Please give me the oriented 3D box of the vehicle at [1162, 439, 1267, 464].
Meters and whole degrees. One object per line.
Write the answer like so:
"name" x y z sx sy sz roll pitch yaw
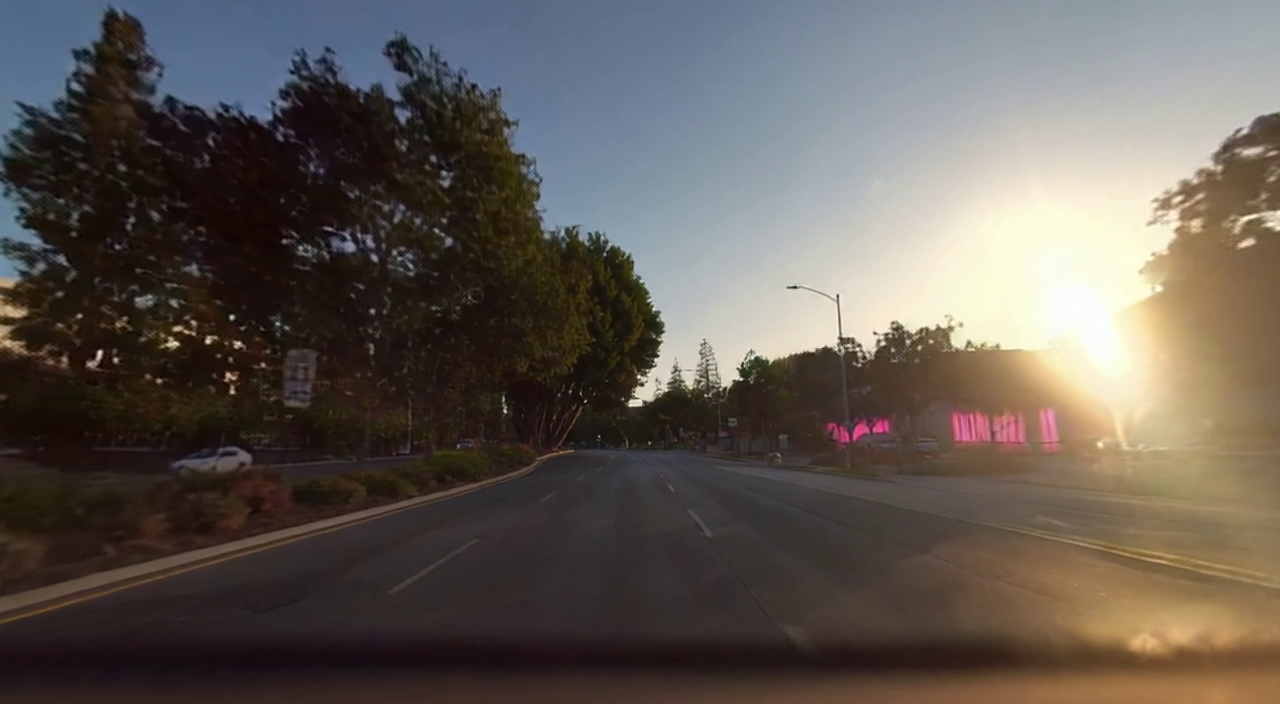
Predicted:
"vehicle" 36.391 6.301 40.017 4.569 1.493 1.740 -1 -9 11

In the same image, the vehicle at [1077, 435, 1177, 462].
"vehicle" 36.187 7.158 46.977 5.218 1.927 2.387 -1 -9 10

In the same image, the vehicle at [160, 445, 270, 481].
"vehicle" -18.805 4.884 28.178 1.859 1.443 4.466 0 -8 -1
